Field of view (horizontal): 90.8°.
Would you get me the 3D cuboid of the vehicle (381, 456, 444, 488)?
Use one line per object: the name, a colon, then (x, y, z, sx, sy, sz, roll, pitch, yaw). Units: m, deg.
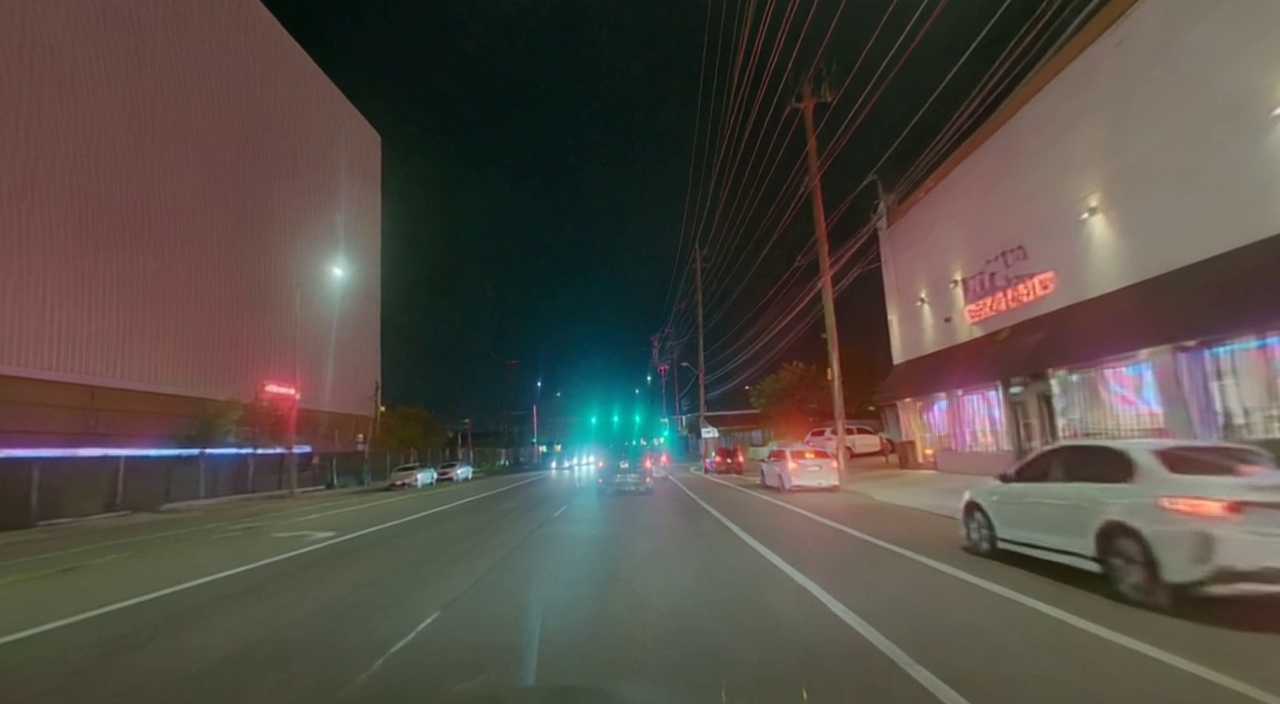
vehicle: (-11.855, 6.270, 33.212, 1.828, 1.457, 4.371, 0, -8, -2)

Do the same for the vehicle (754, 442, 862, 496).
vehicle: (5.071, 3.585, 19.853, 1.987, 1.459, 4.677, 0, -9, -1)

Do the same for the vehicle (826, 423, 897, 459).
vehicle: (14.191, 5.779, 40.904, 2.418, 2.139, 5.365, 0, -8, -2)

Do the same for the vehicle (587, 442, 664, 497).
vehicle: (-0.396, 3.540, 19.384, 2.116, 1.479, 3.980, 0, -8, 0)

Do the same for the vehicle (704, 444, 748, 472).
vehicle: (5.111, 6.376, 38.224, 1.937, 1.523, 4.541, 0, -8, -1)

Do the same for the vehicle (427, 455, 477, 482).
vehicle: (-11.614, 7.209, 39.326, 1.817, 1.480, 4.282, 0, -8, -1)

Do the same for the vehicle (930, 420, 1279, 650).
vehicle: (5.184, 1.526, 6.401, 2.108, 1.471, 4.948, 0, -8, -1)
